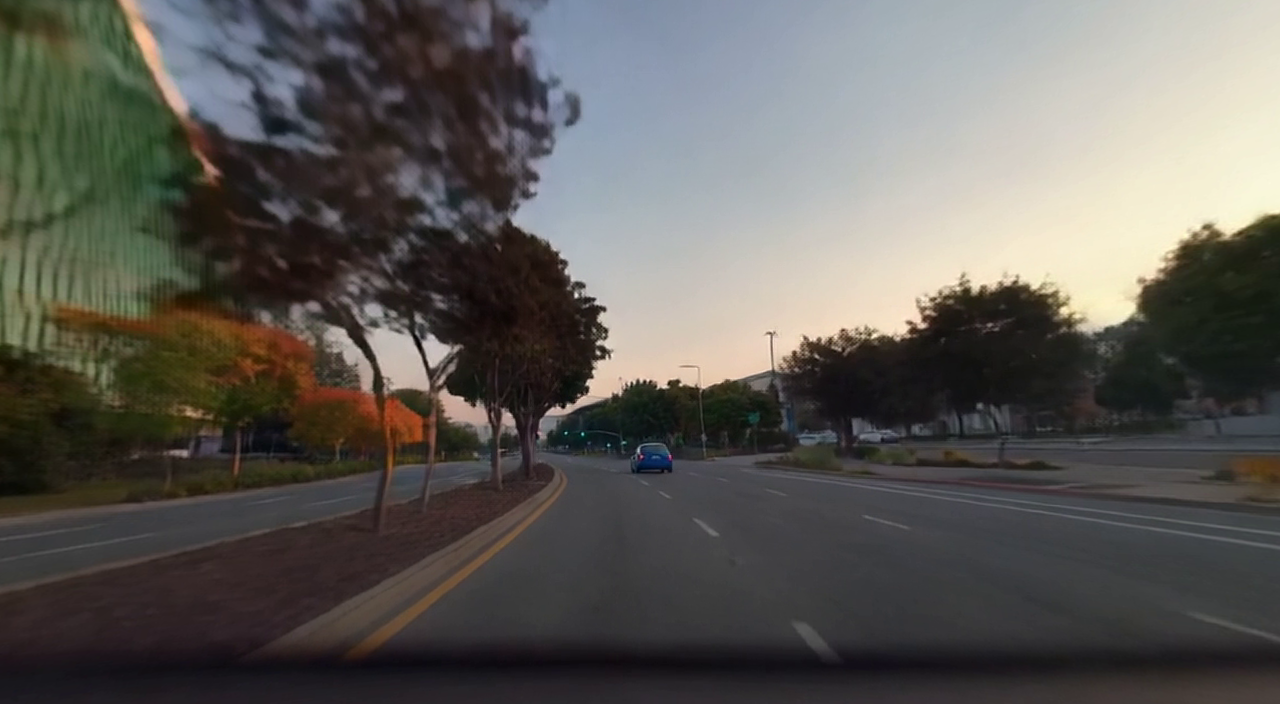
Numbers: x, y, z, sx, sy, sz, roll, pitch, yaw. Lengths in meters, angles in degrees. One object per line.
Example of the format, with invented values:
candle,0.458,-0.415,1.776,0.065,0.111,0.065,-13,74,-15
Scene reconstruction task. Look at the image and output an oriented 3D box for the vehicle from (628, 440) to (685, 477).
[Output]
vehicle,0.724,5.181,30.942,2.165,1.633,4.381,1,-9,-7
